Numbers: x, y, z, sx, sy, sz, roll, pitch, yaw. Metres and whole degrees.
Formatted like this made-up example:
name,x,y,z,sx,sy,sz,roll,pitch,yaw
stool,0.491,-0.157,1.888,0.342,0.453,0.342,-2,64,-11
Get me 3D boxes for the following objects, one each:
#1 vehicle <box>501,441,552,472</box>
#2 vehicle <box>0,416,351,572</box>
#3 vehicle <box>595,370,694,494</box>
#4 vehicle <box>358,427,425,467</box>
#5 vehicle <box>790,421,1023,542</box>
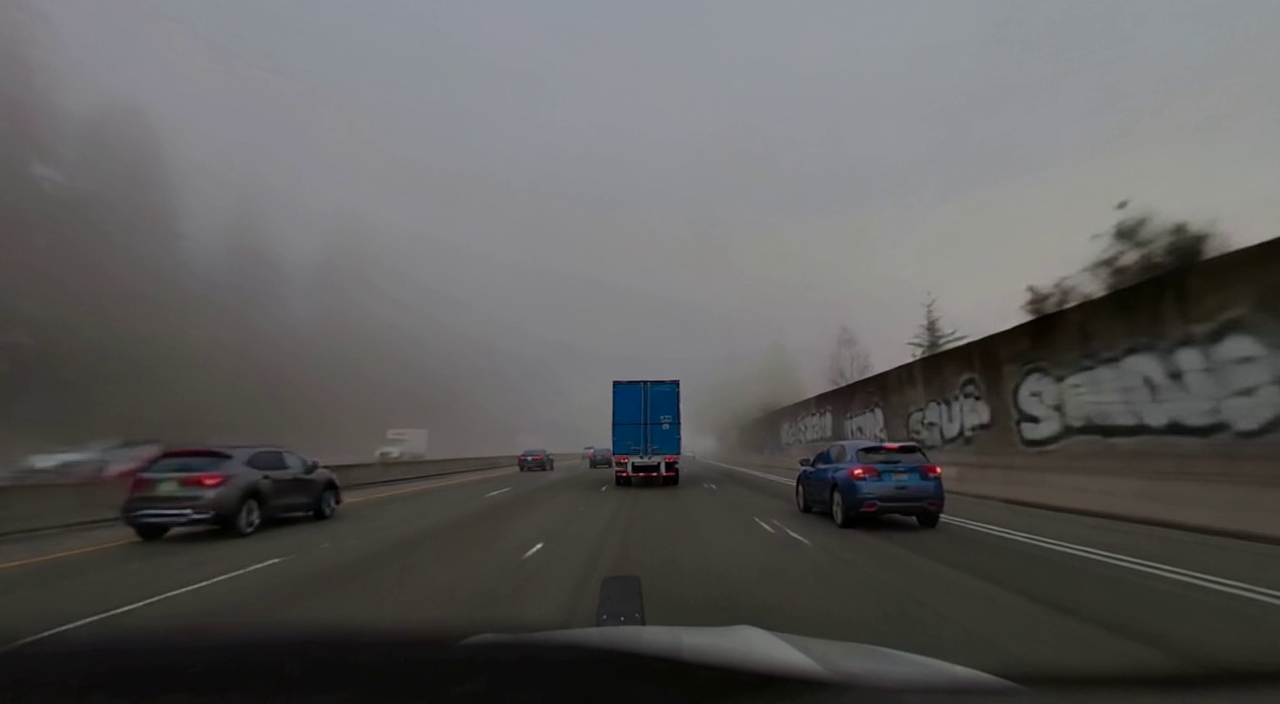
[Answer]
name,x,y,z,sx,sy,sz,roll,pitch,yaw
vehicle,-6.268,5.841,35.326,2.005,1.607,4.042,0,-9,2
vehicle,-6.525,1.909,9.271,2.134,1.662,4.851,0,-9,1
vehicle,0.134,3.111,23.656,2.915,3.661,9.741,0,-9,0
vehicle,-17.406,6.738,44.595,2.179,2.650,5.861,0,-9,1
vehicle,4.314,2.185,11.214,2.205,1.689,4.403,0,-9,0
